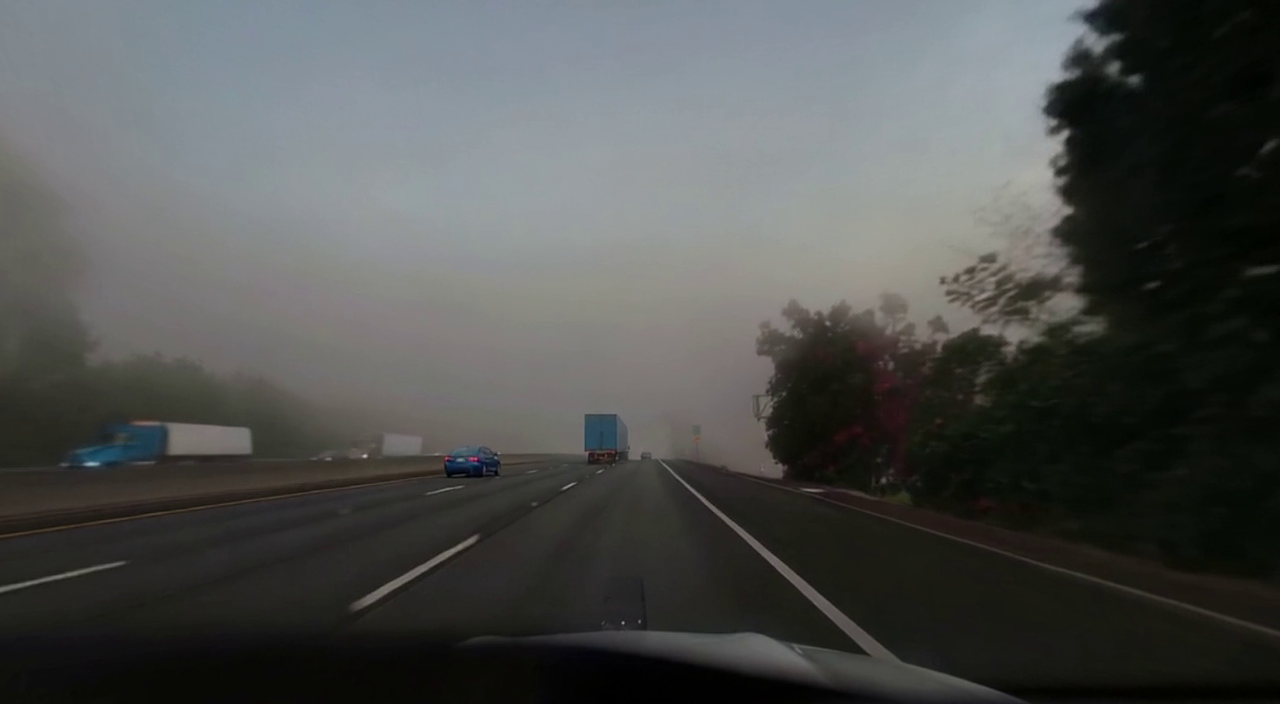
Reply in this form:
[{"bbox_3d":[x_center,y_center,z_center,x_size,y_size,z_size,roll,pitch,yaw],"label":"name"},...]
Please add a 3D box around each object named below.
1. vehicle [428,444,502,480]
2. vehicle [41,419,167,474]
[{"bbox_3d":[-7.675,4.843,28.046,1.901,1.467,4.629,0,-9,1],"label":"vehicle"},{"bbox_3d":[-36.571,6.481,43.228,2.853,3.453,6.411,0,-8,0],"label":"vehicle"}]
